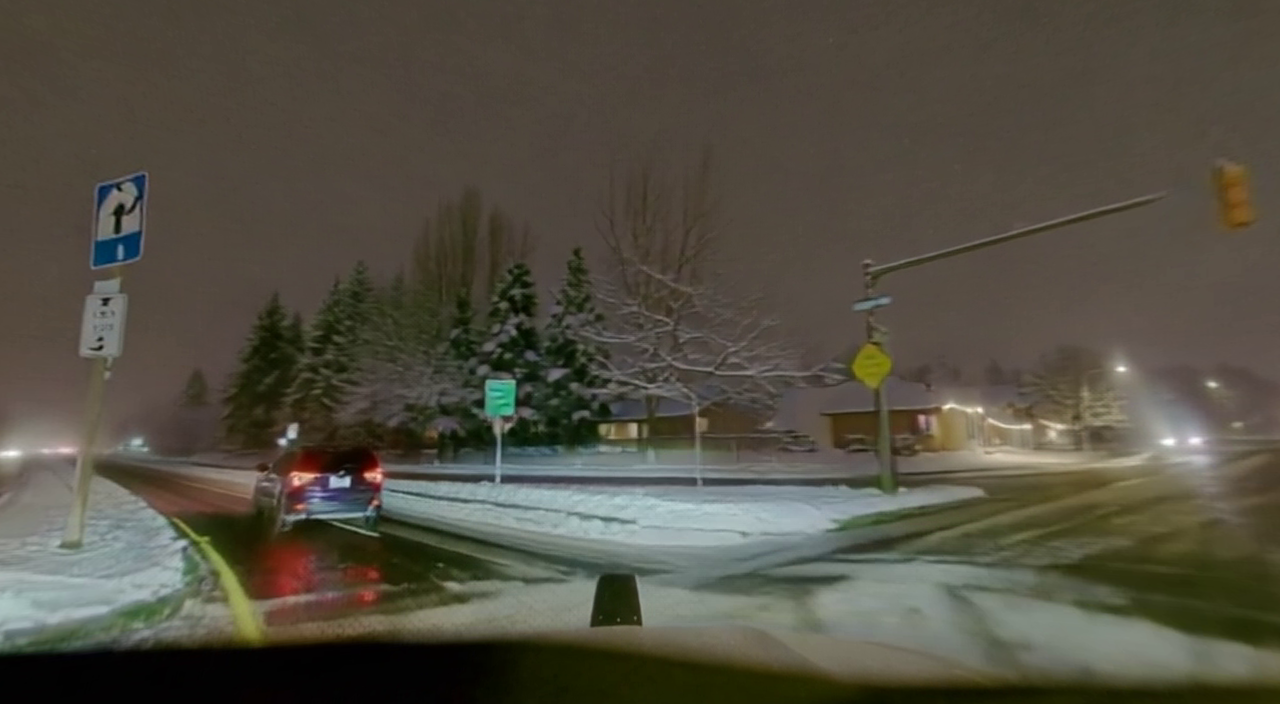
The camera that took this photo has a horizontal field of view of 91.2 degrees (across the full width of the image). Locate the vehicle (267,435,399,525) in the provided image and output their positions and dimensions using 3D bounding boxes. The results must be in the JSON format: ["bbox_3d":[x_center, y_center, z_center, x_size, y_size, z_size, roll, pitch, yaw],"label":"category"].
[{"bbox_3d":[-6.410,2.503,12.877,2.014,1.525,3.670,5,-10,-31],"label":"vehicle"}]
